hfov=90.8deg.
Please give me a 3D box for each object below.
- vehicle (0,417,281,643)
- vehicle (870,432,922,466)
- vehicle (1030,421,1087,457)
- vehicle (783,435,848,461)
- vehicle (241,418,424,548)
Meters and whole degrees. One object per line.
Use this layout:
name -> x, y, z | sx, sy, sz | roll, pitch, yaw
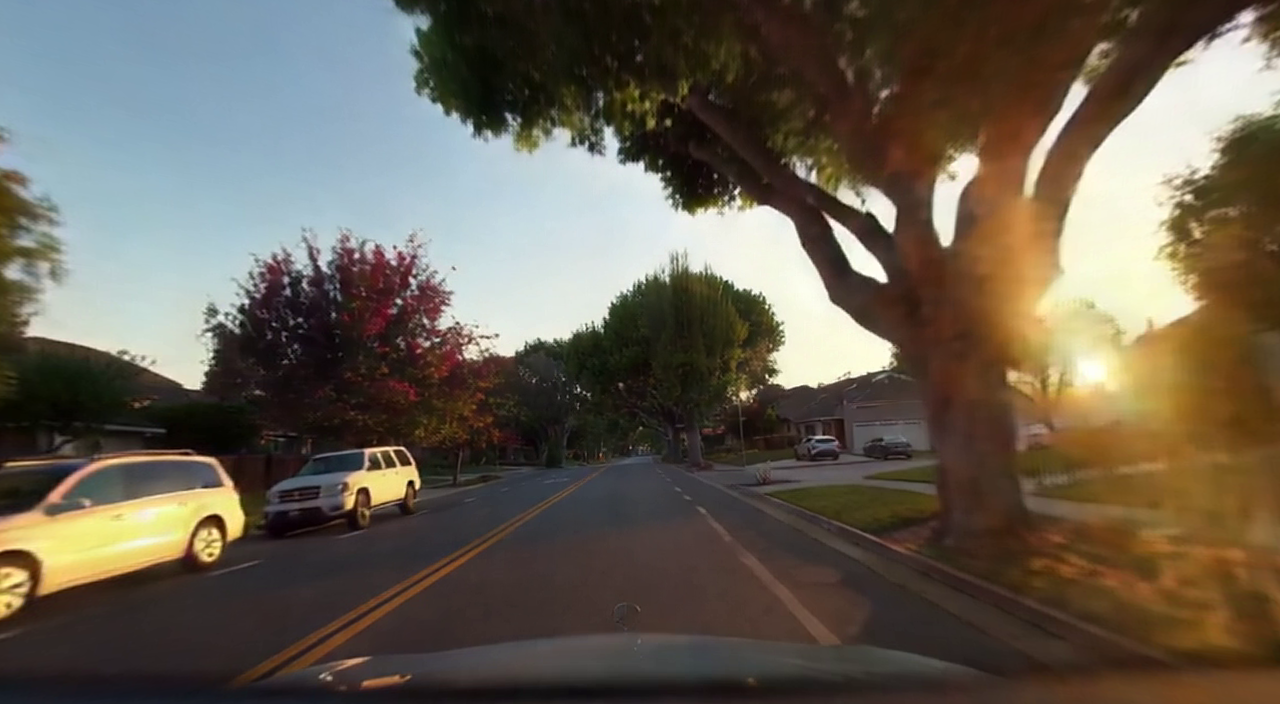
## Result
vehicle -> -6.912, 2.098, 7.859 | 2.173, 2.020, 4.770 | -6, -10, -1
vehicle -> 13.784, 5.190, 33.839 | 1.860, 1.697, 4.292 | -5, -10, 30
vehicle -> 21.775, 4.557, 33.026 | 1.956, 1.632, 3.922 | -9, -11, 27
vehicle -> 9.354, 5.186, 34.094 | 1.922, 1.263, 4.664 | 0, -9, -3
vehicle -> -6.827, 2.928, 14.606 | 2.057, 2.317, 4.386 | -6, -10, -1
